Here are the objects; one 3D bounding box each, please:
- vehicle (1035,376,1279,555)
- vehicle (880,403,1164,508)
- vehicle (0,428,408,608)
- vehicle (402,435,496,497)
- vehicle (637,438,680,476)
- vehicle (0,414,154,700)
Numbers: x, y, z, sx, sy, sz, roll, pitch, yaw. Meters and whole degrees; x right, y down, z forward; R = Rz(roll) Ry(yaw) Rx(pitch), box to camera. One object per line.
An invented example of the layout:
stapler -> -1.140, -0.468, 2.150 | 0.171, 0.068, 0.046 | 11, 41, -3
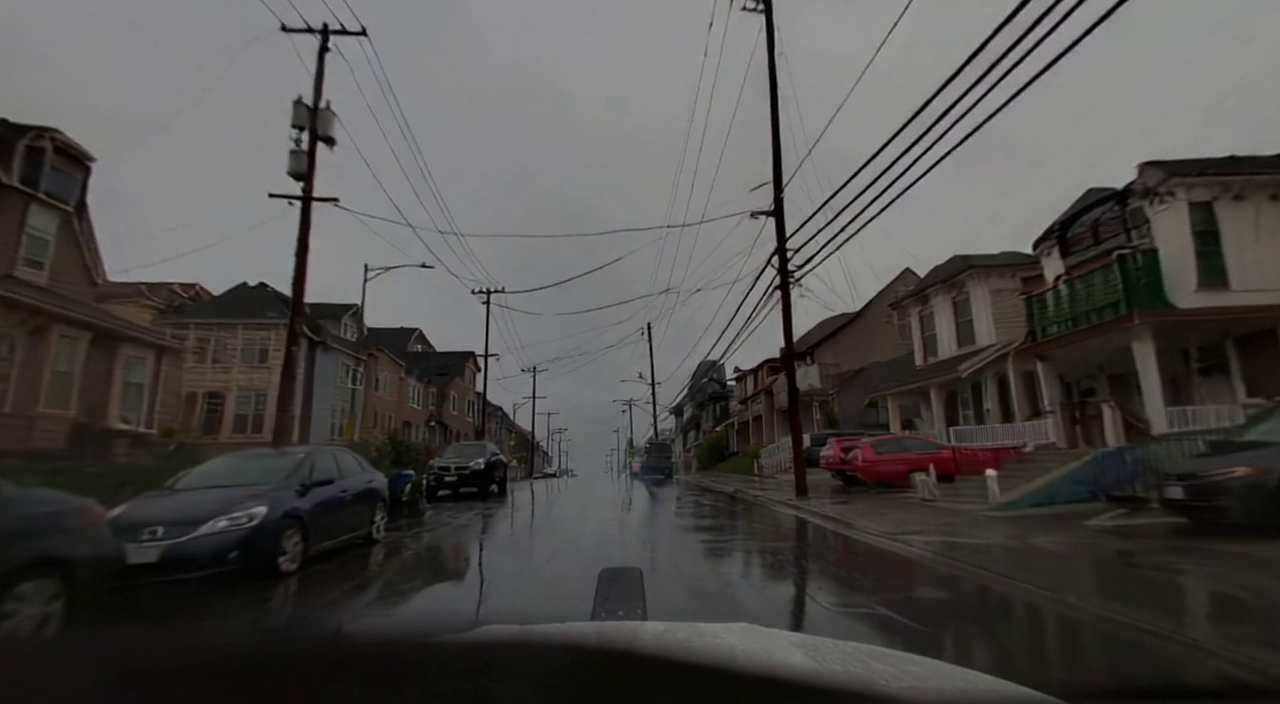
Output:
vehicle -> 7.713, 1.259, 7.747 | 4.324, 1.774, 1.994 | -3, -9, -5
vehicle -> 7.548, 2.068, 12.850 | 4.316, 1.730, 2.166 | -2, -8, -5
vehicle -> -4.891, 1.823, 8.278 | 2.084, 1.522, 4.925 | 3, -6, -4
vehicle -> -5.849, 3.488, 19.847 | 1.967, 1.656, 3.924 | 2, -7, -5
vehicle -> 1.080, 6.536, 39.449 | 2.343, 2.229, 4.199 | 1, -9, -3
vehicle -> -4.356, 0.950, 2.229 | 1.975, 1.513, 4.406 | -1, -9, -4
